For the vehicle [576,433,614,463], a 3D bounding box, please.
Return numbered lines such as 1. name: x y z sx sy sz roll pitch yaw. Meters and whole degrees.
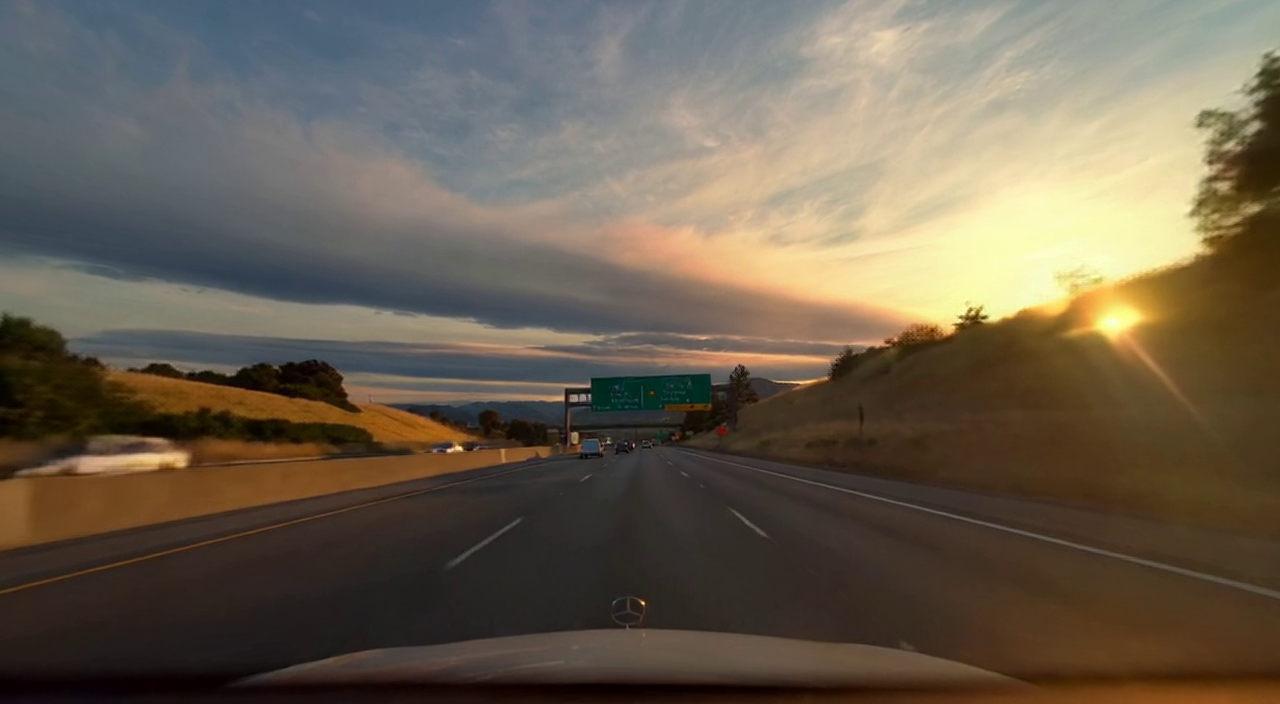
1. vehicle: -3.194 6.898 45.403 2.286 2.011 4.452 0 -8 1
